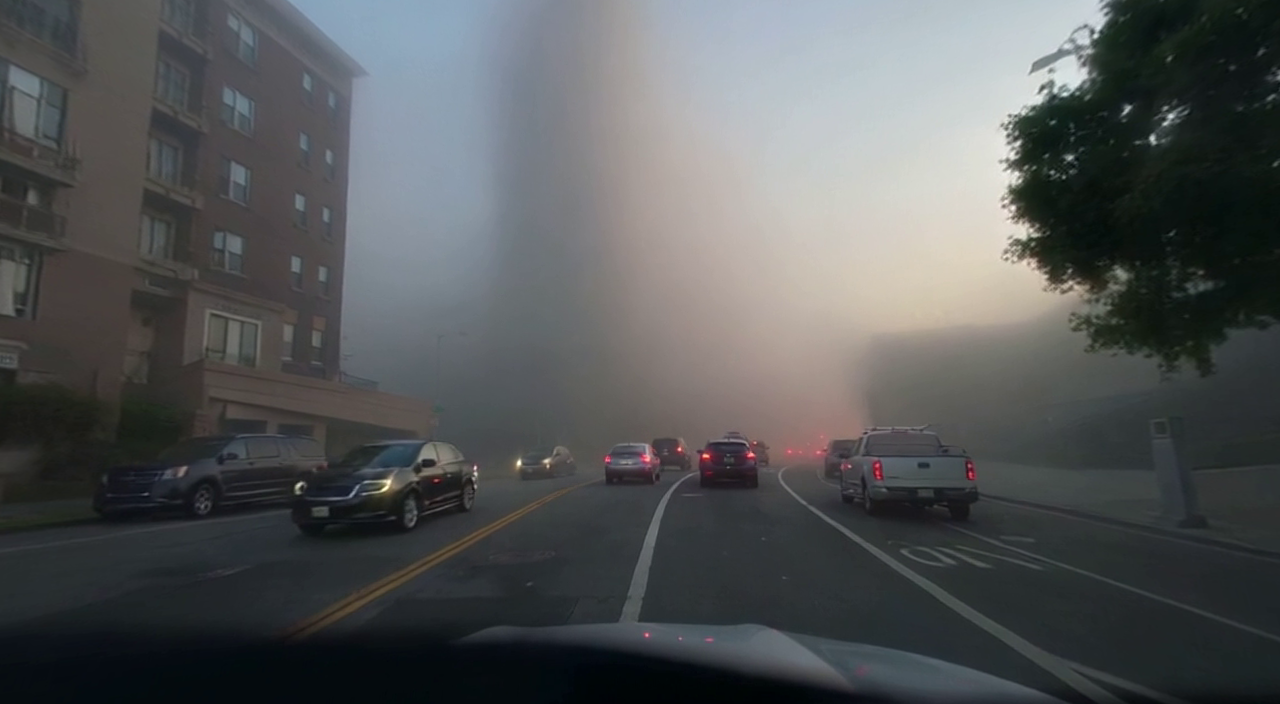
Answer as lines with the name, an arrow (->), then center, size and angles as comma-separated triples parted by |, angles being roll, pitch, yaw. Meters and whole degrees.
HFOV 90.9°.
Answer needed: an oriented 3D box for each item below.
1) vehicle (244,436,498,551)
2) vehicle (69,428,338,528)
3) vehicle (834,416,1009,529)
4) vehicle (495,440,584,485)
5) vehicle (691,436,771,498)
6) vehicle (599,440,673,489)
vehicle -> -4.062, 2.196, 10.635 | 2.028, 1.478, 4.682 | 0, -8, 3
vehicle -> -9.469, 2.737, 14.425 | 2.070, 1.854, 4.985 | -1, -8, 9
vehicle -> 5.200, 2.255, 12.424 | 2.088, 1.775, 4.454 | -2, -9, 10
vehicle -> -3.741, 4.215, 24.407 | 2.086, 1.565, 4.281 | -1, -9, 10
vehicle -> 2.623, 3.199, 17.971 | 1.982, 1.510, 4.144 | -1, -8, 9
vehicle -> -0.032, 3.676, 20.966 | 2.031, 1.461, 3.763 | -1, -8, 6
